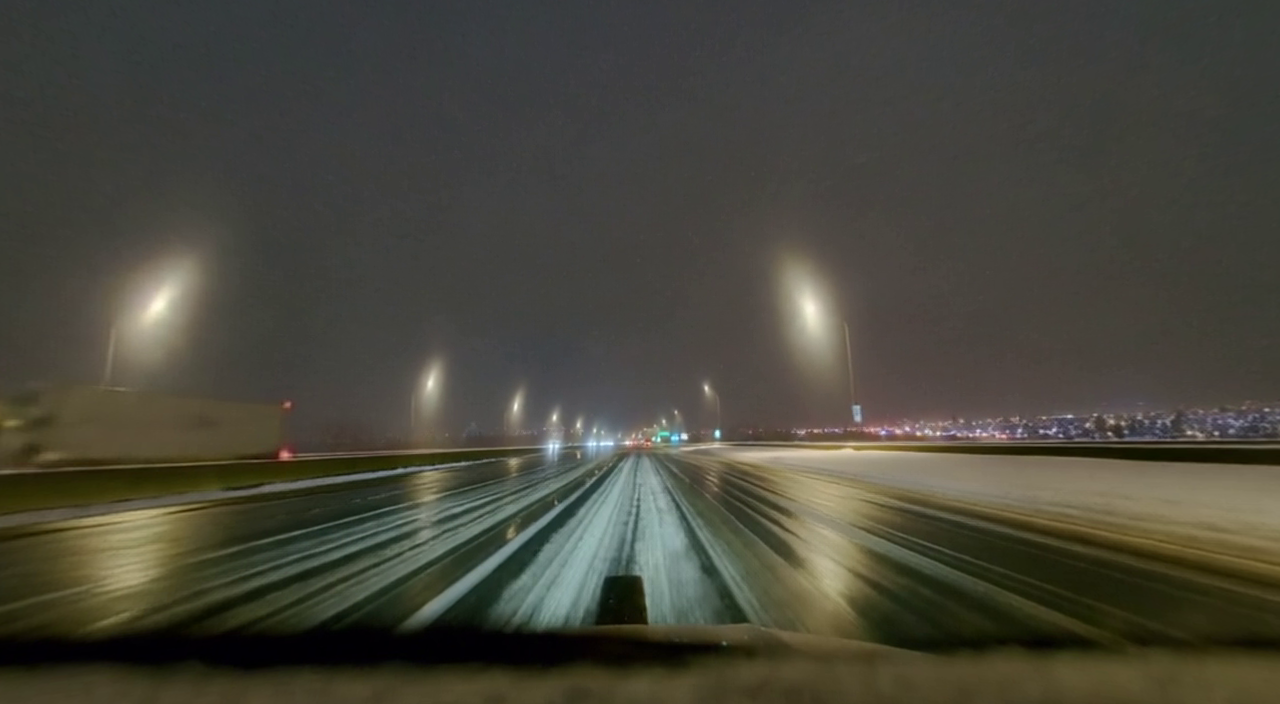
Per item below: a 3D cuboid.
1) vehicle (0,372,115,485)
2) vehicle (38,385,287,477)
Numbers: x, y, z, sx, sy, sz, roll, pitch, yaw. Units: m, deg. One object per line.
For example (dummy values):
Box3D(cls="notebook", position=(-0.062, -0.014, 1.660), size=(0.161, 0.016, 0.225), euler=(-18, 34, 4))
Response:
Box3D(cls="vehicle", position=(-23.330, 2.824, 22.872), size=(3.270, 3.762, 5.908), euler=(0, -8, 0))
Box3D(cls="vehicle", position=(-23.360, 4.209, 32.563), size=(2.818, 3.806, 12.794), euler=(0, -8, 0))
